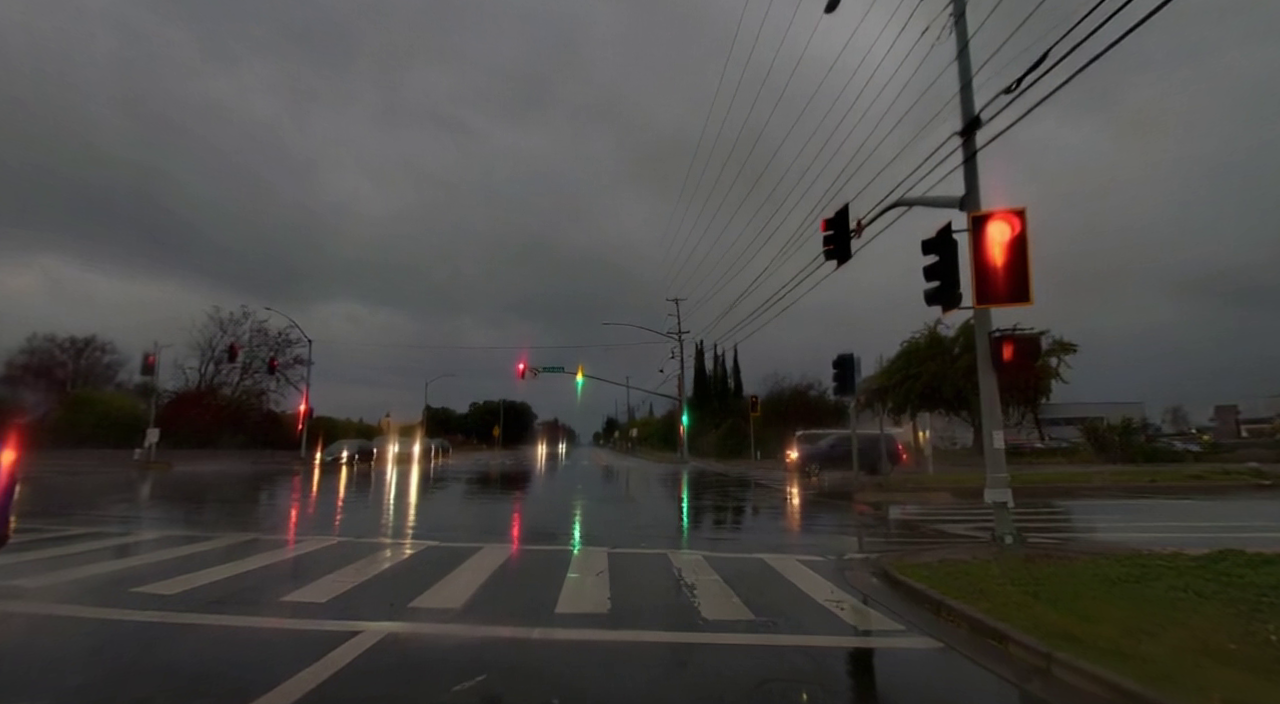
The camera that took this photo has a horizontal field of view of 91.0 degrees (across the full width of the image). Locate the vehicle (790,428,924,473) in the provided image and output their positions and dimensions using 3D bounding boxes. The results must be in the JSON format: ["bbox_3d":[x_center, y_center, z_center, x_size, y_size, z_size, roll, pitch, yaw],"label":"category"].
[{"bbox_3d":[8.699,4.021,25.727,4.884,1.714,2.021,-2,-9,12],"label":"vehicle"}]
